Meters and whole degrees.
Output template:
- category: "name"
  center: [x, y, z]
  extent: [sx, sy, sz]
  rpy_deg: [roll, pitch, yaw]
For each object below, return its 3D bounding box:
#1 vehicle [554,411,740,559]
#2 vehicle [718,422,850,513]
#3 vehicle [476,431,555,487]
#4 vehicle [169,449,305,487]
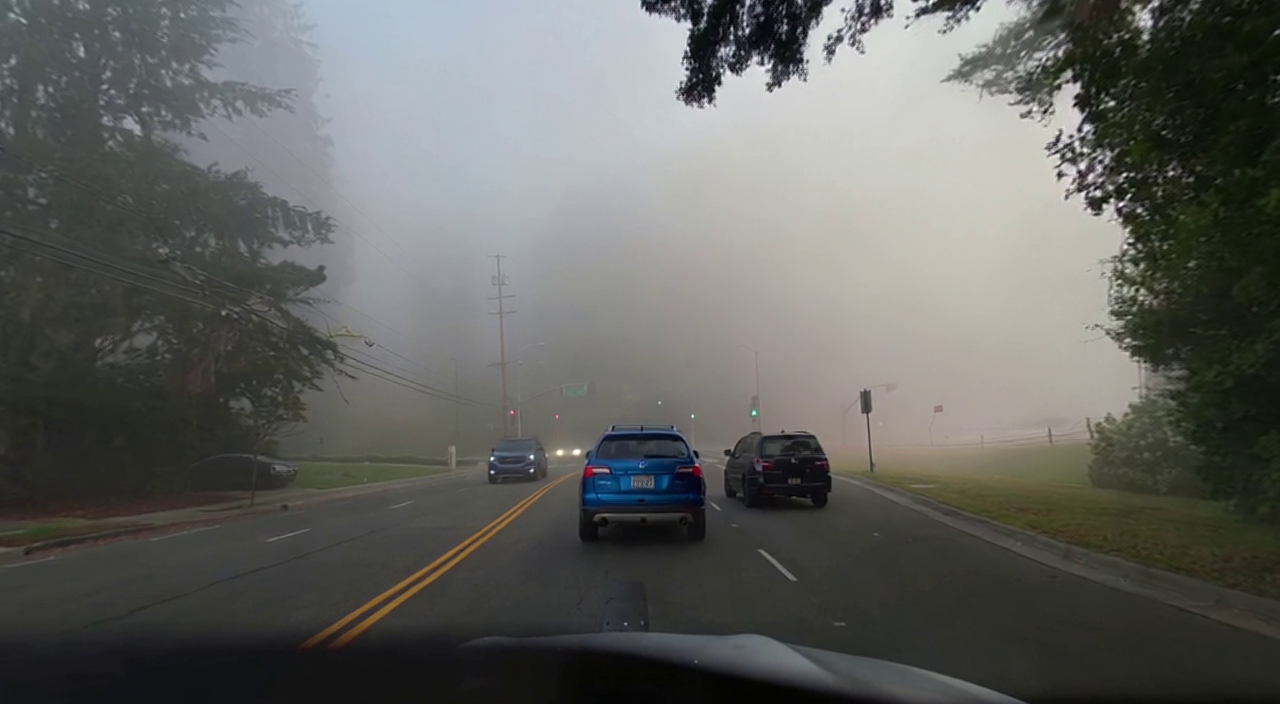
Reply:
- category: "vehicle"
  center: [0.055, 1.843, 9.438]
  extent: [2.151, 1.695, 4.100]
  rpy_deg: [0, -8, -1]
- category: "vehicle"
  center: [3.081, 2.569, 14.495]
  extent: [1.967, 1.756, 4.281]
  rpy_deg: [0, -8, -1]
- category: "vehicle"
  center: [-4.788, 4.198, 25.170]
  extent: [2.138, 1.938, 5.584]
  rpy_deg: [0, -8, -1]
- category: "vehicle"
  center: [-16.161, 4.663, 25.433]
  extent: [4.245, 1.446, 1.827]
  rpy_deg: [0, -8, 0]
